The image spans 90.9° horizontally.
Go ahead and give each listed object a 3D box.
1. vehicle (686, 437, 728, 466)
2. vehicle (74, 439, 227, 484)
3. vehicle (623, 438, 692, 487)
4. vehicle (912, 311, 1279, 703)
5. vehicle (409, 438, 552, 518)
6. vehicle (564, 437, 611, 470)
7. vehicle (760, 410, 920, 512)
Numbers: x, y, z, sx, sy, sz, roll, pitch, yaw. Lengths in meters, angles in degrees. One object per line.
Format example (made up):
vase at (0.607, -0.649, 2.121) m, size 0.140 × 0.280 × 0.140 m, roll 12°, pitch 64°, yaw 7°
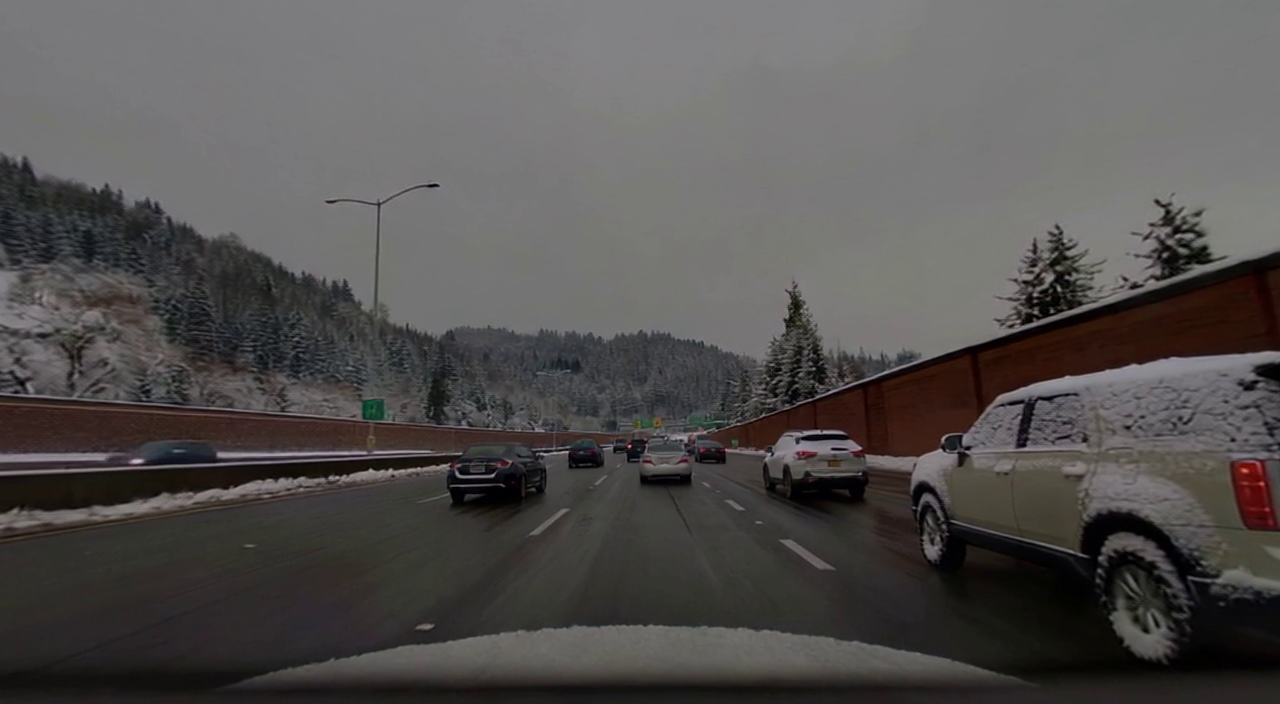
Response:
vehicle at (3.678, 5.532, 35.213) m, size 1.855 × 1.513 × 3.915 m, roll 0°, pitch -8°, yaw -1°
vehicle at (-21.453, 4.788, 28.091) m, size 2.205 × 1.769 × 5.650 m, roll 0°, pitch -8°, yaw 1°
vehicle at (0.523, 3.661, 21.225) m, size 2.105 × 1.471 × 3.978 m, roll 0°, pitch -8°, yaw 0°
vehicle at (3.710, 0.945, 4.076) m, size 1.930 × 1.831 × 4.344 m, roll 0°, pitch -8°, yaw 0°
vehicle at (-3.284, 2.669, 13.977) m, size 1.961 × 1.456 × 4.362 m, roll 0°, pitch -8°, yaw 1°
vehicle at (-2.928, 5.781, 36.182) m, size 2.154 × 1.793 × 4.736 m, roll 0°, pitch -8°, yaw 1°
vehicle at (4.155, 2.360, 14.066) m, size 1.970 × 1.872 × 4.575 m, roll 0°, pitch -8°, yaw -1°
